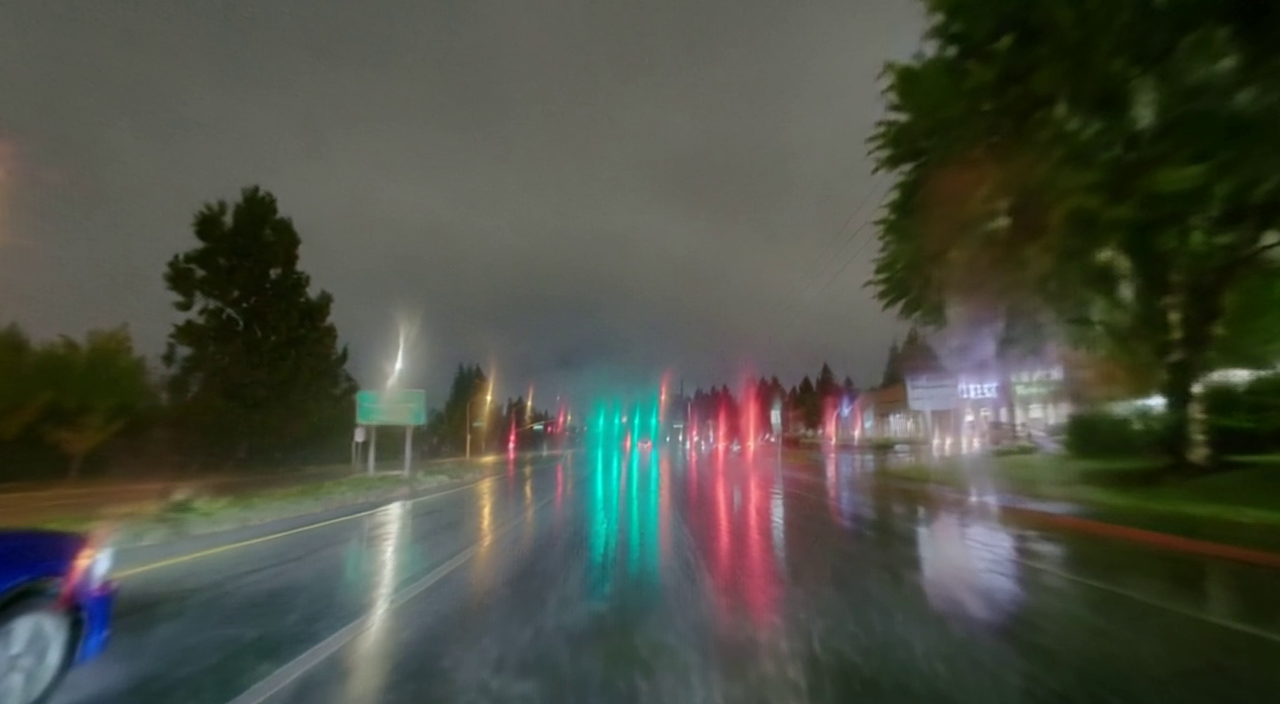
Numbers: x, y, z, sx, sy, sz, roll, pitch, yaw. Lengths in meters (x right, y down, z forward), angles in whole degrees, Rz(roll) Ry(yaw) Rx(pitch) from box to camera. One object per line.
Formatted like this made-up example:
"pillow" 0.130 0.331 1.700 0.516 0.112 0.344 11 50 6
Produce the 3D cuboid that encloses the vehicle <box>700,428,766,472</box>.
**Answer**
"vehicle" 4.568 4.926 32.042 2.476 2.016 5.586 0 -8 0

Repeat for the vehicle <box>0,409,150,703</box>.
"vehicle" -3.920 0.809 1.521 2.017 1.470 4.293 0 -8 0
